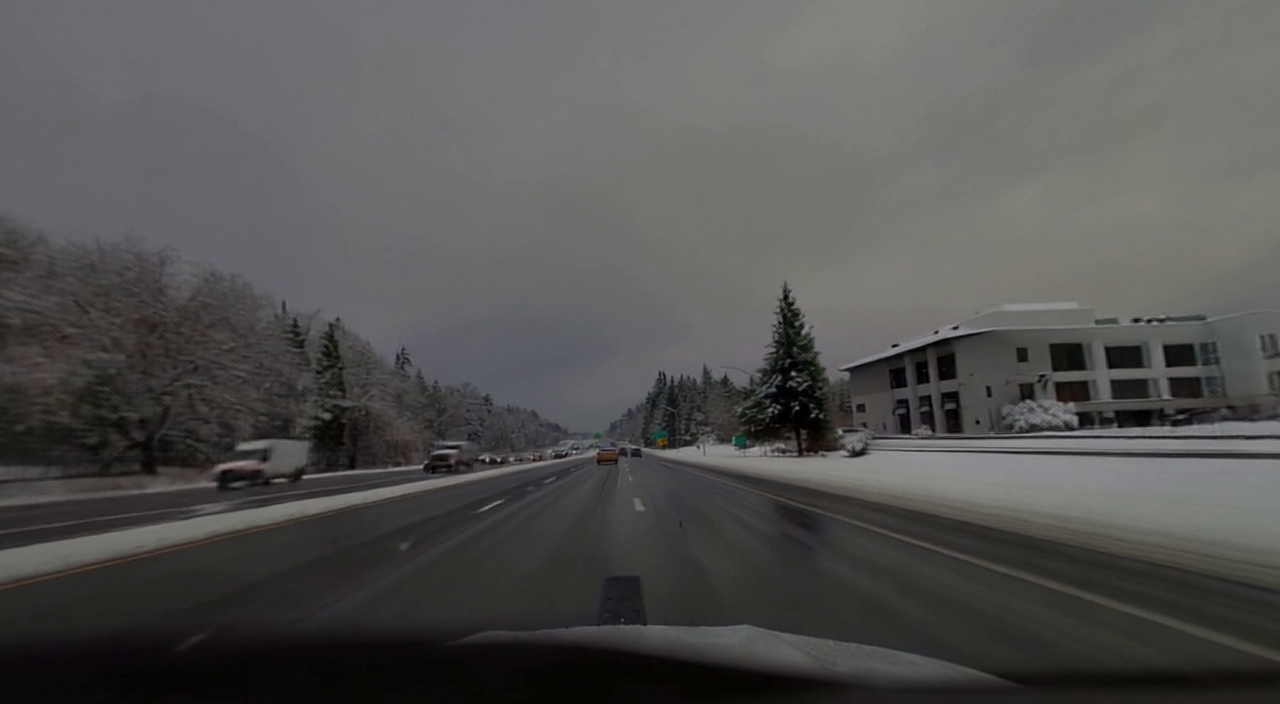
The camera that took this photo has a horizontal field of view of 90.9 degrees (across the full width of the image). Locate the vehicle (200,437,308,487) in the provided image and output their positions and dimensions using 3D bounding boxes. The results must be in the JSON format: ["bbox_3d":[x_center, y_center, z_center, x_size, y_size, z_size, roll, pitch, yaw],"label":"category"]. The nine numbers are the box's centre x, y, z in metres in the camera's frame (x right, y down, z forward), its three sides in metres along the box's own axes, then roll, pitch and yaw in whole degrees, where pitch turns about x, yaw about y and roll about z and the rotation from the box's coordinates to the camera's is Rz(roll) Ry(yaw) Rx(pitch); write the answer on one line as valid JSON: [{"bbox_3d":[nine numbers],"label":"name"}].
[{"bbox_3d":[-22.338,6.399,36.949,2.365,2.606,6.439,0,-9,-1],"label":"vehicle"}]

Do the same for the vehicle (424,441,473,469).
[{"bbox_3d":[-14.138,7.608,46.778,2.125,1.915,4.942,0,-9,-1],"label":"vehicle"}]
